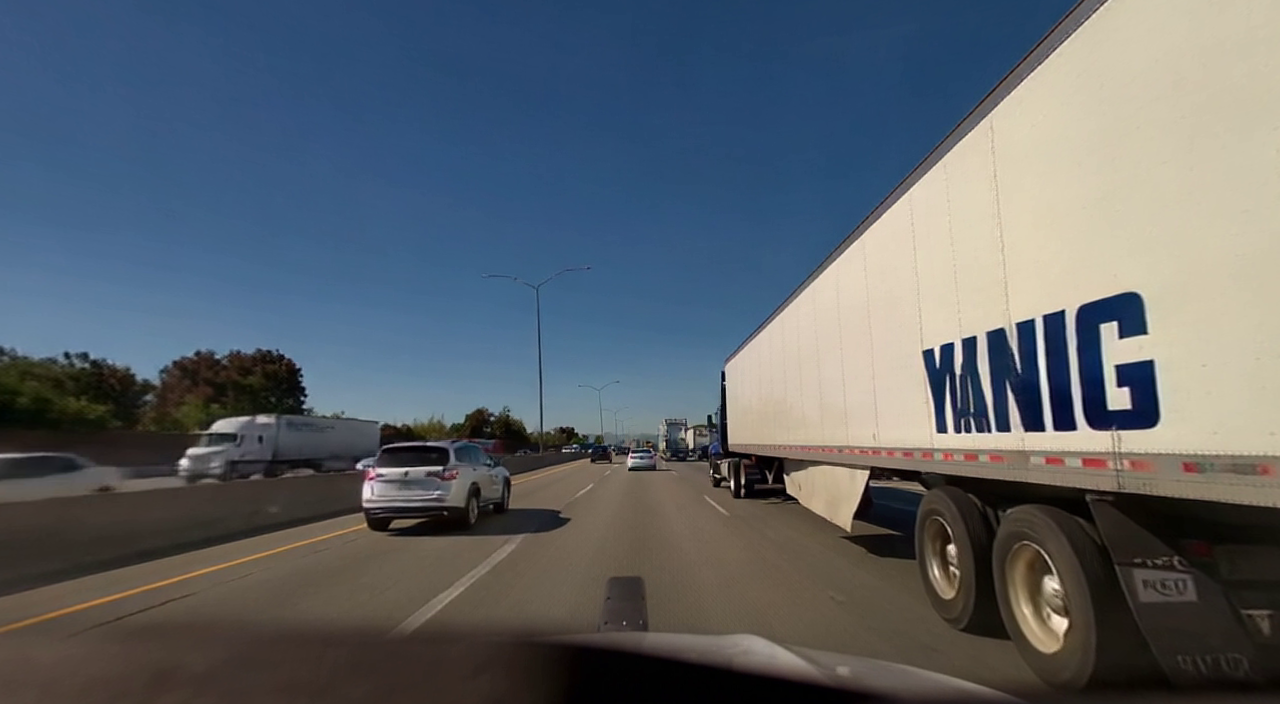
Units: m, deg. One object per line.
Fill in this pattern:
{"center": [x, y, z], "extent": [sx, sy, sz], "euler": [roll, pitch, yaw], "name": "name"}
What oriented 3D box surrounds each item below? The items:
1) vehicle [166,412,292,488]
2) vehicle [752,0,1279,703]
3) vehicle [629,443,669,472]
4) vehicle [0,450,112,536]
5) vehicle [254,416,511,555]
{"center": [-23.439, 5.640, 36.479], "extent": [2.965, 4.007, 6.095], "euler": [0, -9, 0], "name": "vehicle"}
{"center": [3.872, 0.338, 7.461], "extent": [2.821, 4.077, 12.562], "euler": [0, -9, 0], "name": "vehicle"}
{"center": [0.449, 5.777, 34.729], "extent": [2.063, 1.469, 4.208], "euler": [0, -9, 0], "name": "vehicle"}
{"center": [-12.255, 2.533, 11.358], "extent": [1.973, 1.501, 3.990], "euler": [0, -9, 0], "name": "vehicle"}
{"center": [-3.753, 2.062, 10.477], "extent": [2.091, 1.722, 4.974], "euler": [0, -9, 1], "name": "vehicle"}
